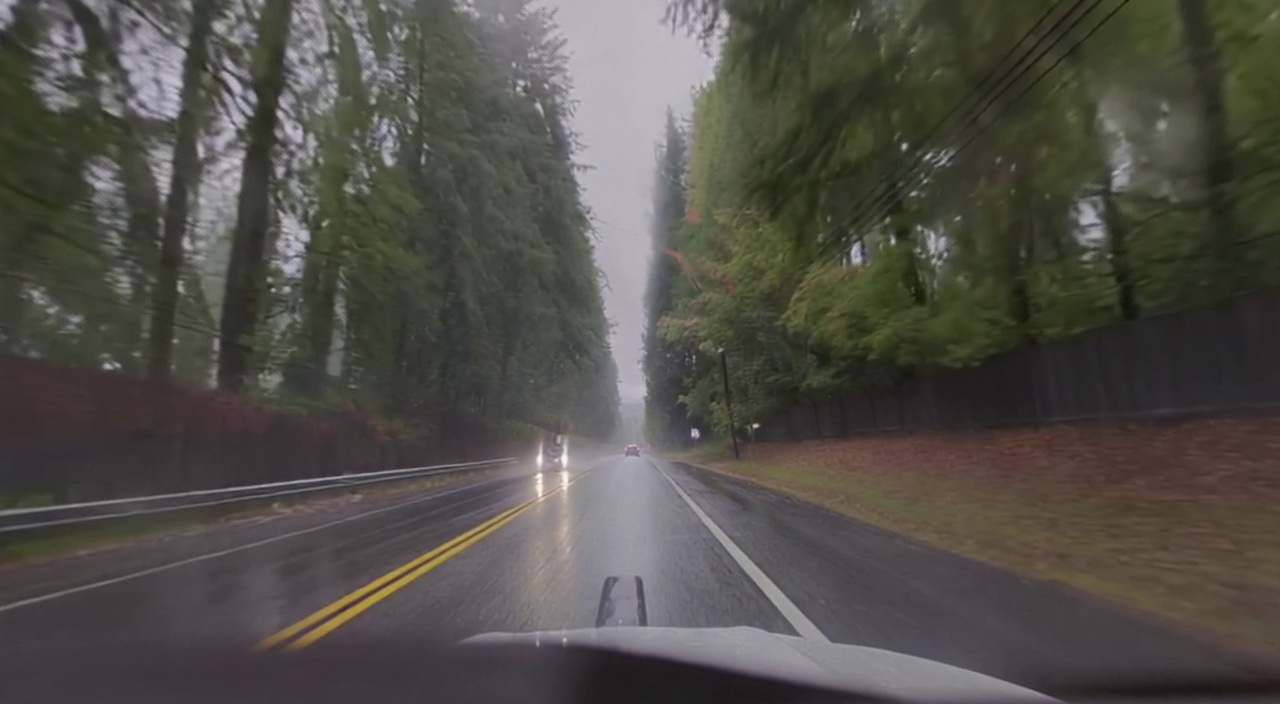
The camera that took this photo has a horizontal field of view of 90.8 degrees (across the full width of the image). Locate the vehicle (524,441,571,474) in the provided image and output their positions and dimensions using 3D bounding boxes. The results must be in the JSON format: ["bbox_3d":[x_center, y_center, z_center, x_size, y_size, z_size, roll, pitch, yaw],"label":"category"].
[{"bbox_3d":[-5.184,5.975,35.857,1.998,1.724,4.296,0,-9,0],"label":"vehicle"}]
